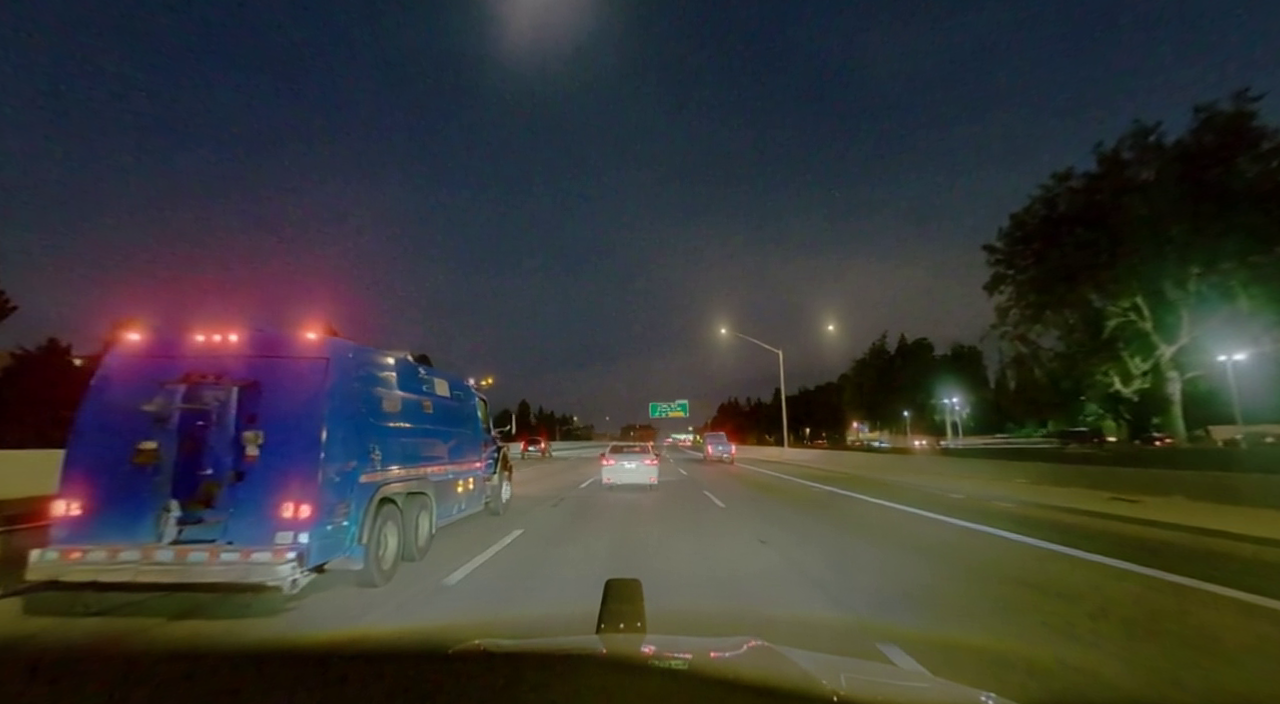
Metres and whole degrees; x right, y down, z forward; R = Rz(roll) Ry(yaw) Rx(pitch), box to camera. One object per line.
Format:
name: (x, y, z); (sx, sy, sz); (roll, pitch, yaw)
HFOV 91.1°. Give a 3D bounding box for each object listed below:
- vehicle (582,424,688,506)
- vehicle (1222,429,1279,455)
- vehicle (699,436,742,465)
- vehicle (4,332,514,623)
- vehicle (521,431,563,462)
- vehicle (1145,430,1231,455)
vehicle: (-0.064, 2.645, 15.169); (2.165, 1.653, 4.456); (0, -8, 1)
vehicle: (37.443, 5.359, 37.263); (3.931, 1.459, 1.792); (0, -8, -1)
vehicle: (4.829, 5.972, 38.316); (2.079, 1.656, 4.506); (0, -8, 0)
vehicle: (-3.362, 1.312, 7.486); (2.526, 2.146, 5.594); (0, -8, 0)
vehicle: (-6.587, 6.399, 42.648); (2.036, 1.958, 4.378); (0, -8, 1)
vehicle: (37.083, 6.105, 42.527); (4.040, 1.490, 1.843); (-2, -8, 0)
